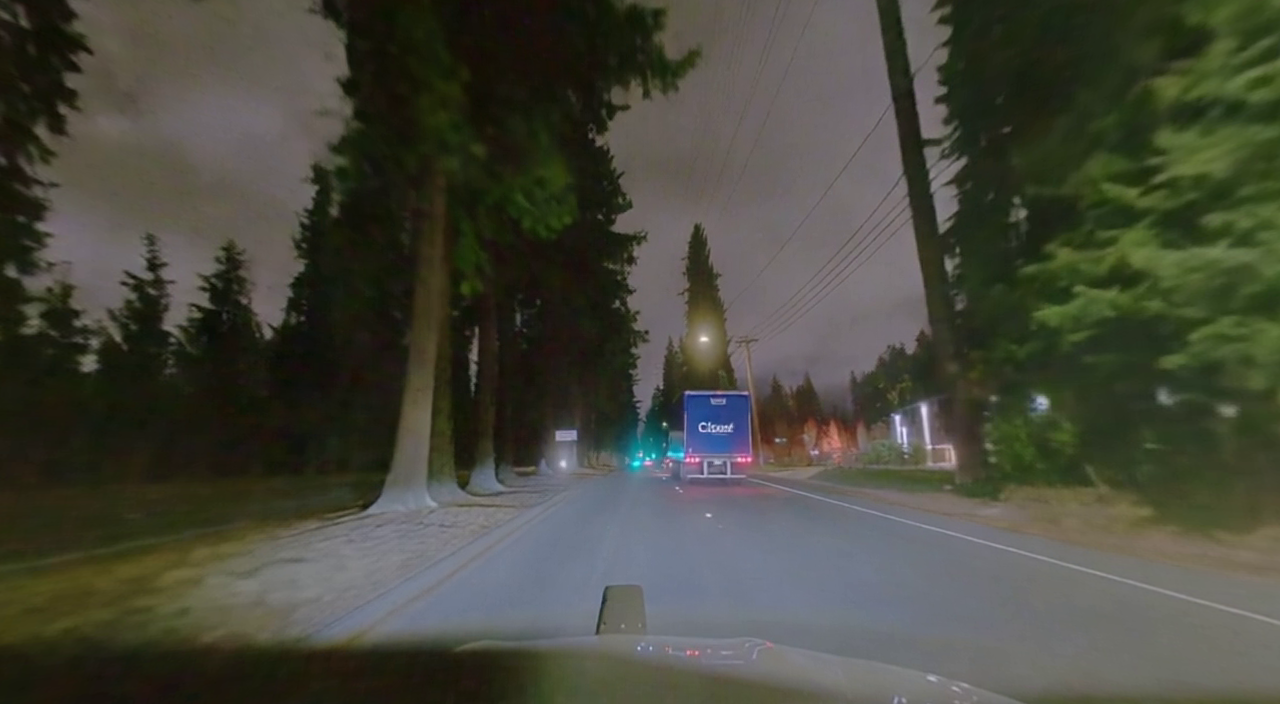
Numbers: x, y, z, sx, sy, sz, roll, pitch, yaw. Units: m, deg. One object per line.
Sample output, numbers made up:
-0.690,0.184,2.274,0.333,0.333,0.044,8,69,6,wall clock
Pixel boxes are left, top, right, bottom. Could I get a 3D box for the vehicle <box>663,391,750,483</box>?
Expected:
2.952,4.224,30.922,2.973,3.848,9.336,0,-8,-2,vehicle
